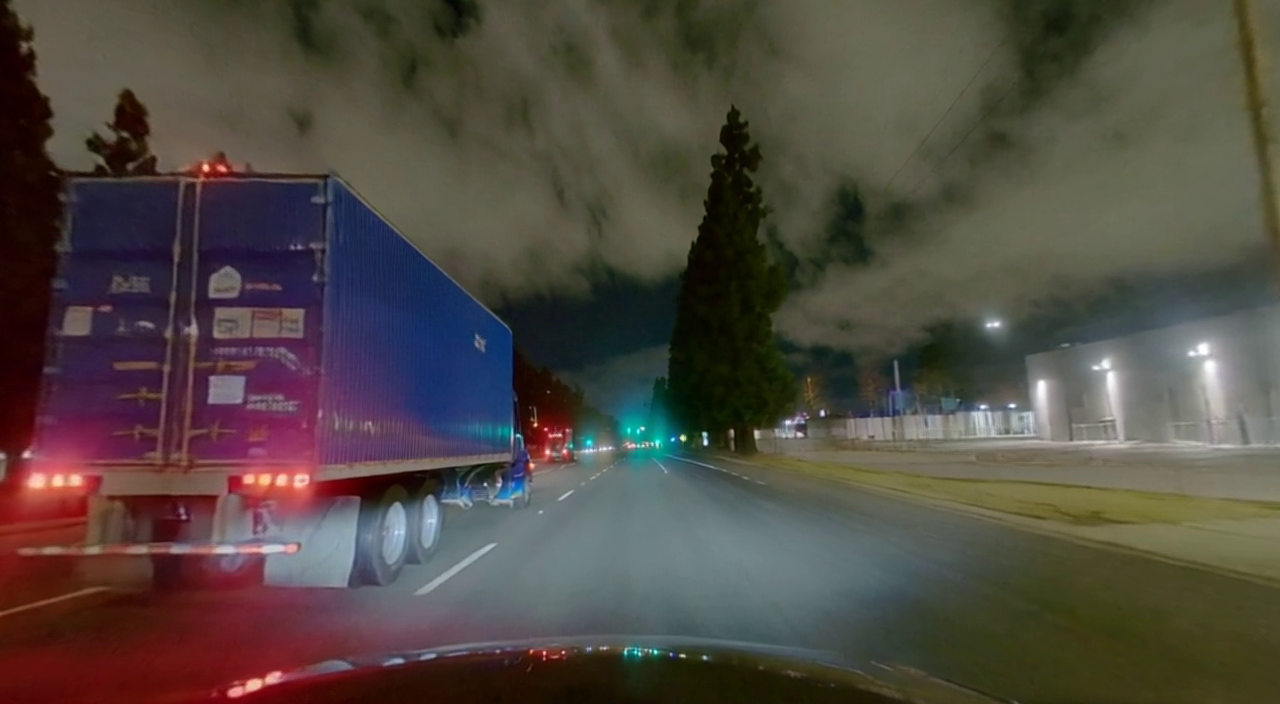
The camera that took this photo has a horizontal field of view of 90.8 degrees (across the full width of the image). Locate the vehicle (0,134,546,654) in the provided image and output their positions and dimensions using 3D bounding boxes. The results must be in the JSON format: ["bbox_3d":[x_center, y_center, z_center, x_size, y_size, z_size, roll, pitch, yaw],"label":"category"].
[{"bbox_3d":[-3.404,0.799,8.315,2.910,3.419,8.376,0,-8,1],"label":"vehicle"}]
